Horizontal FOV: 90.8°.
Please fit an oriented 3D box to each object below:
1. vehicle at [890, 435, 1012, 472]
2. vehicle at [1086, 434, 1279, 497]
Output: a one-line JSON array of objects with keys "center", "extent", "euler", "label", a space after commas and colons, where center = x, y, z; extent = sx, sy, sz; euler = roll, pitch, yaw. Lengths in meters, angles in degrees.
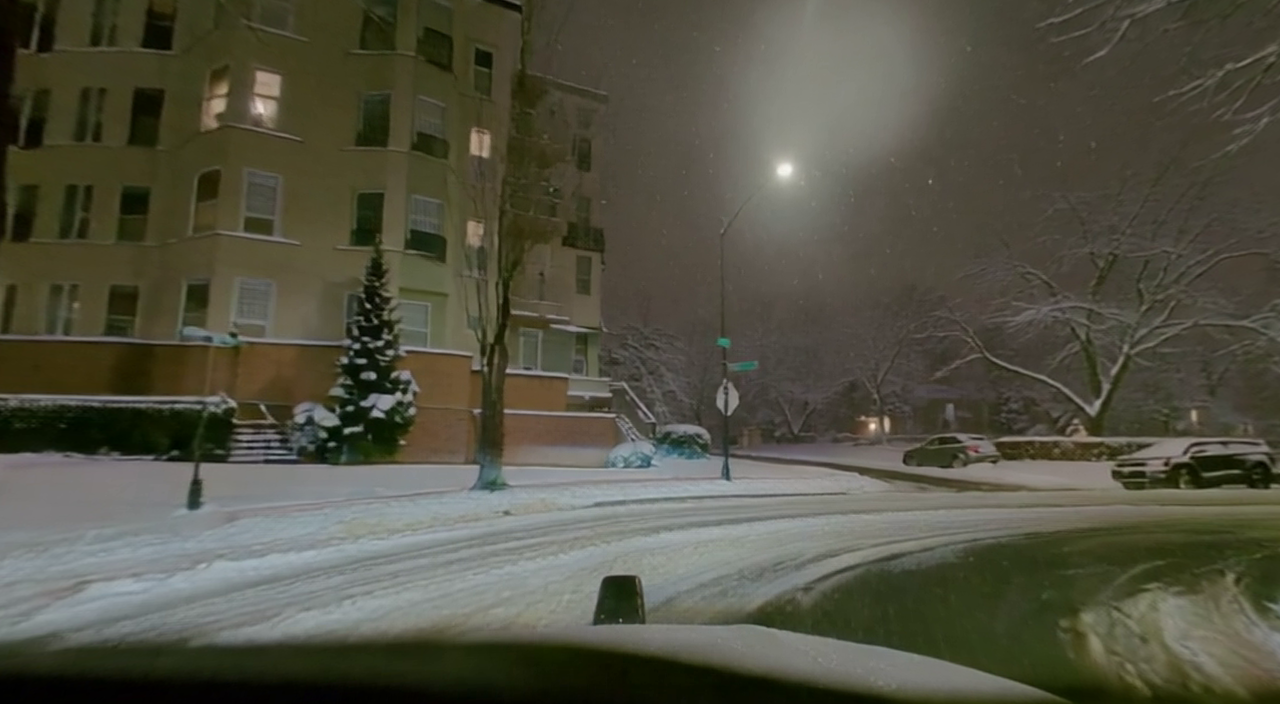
[{"center": [13.327, 4.337, 27.097], "extent": [4.714, 1.458, 1.812], "euler": [3, -9, -18], "label": "vehicle"}, {"center": [16.226, 3.334, 18.752], "extent": [4.584, 1.744, 1.946], "euler": [1, -9, -6], "label": "vehicle"}]
